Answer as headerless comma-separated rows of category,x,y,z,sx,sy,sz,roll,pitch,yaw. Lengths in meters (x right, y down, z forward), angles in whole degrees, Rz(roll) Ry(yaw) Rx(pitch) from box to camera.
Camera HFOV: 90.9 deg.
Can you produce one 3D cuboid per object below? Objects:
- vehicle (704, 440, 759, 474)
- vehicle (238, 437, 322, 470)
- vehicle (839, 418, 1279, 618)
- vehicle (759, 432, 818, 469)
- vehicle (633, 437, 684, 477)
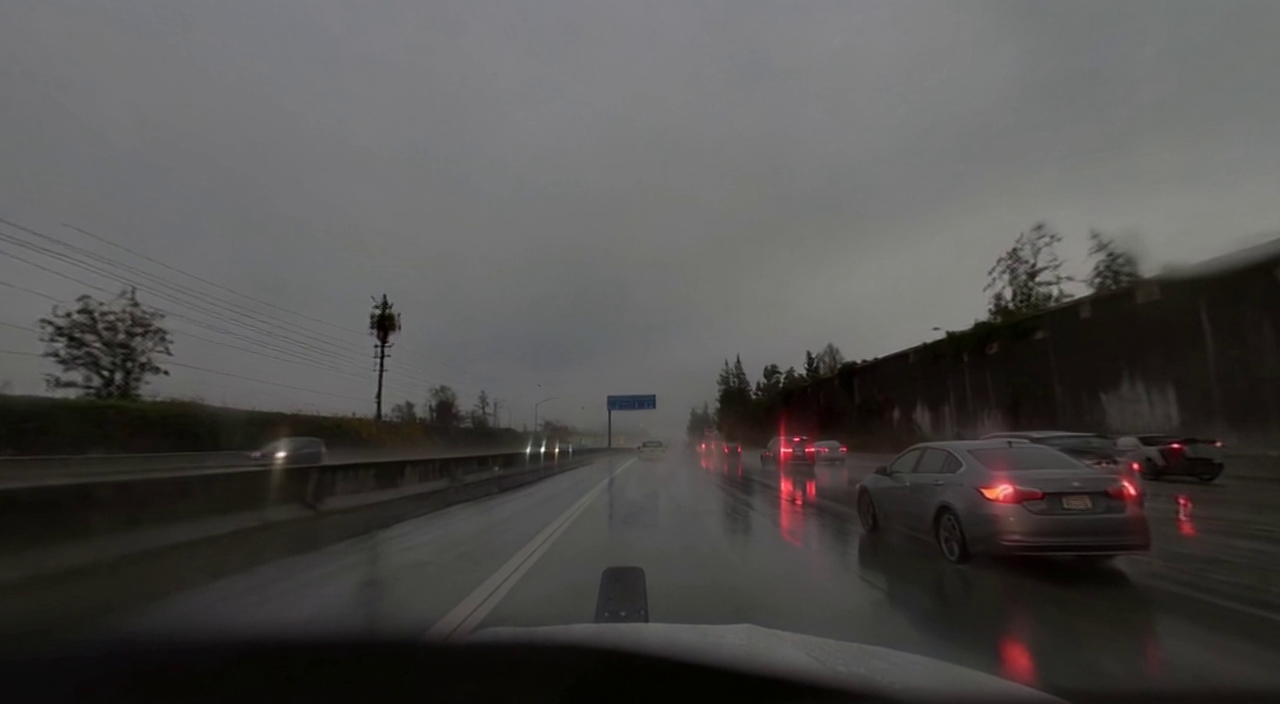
vehicle,4.163,4.830,29.232,1.936,1.465,4.060,0,-8,0
vehicle,-20.384,5.748,35.925,2.015,1.716,4.433,0,-8,2
vehicle,3.924,1.573,6.982,1.986,1.478,4.429,0,-8,0
vehicle,7.980,5.343,34.333,2.041,1.821,4.562,0,-8,0
vehicle,0.753,4.533,27.456,2.042,1.581,3.769,0,-8,0
